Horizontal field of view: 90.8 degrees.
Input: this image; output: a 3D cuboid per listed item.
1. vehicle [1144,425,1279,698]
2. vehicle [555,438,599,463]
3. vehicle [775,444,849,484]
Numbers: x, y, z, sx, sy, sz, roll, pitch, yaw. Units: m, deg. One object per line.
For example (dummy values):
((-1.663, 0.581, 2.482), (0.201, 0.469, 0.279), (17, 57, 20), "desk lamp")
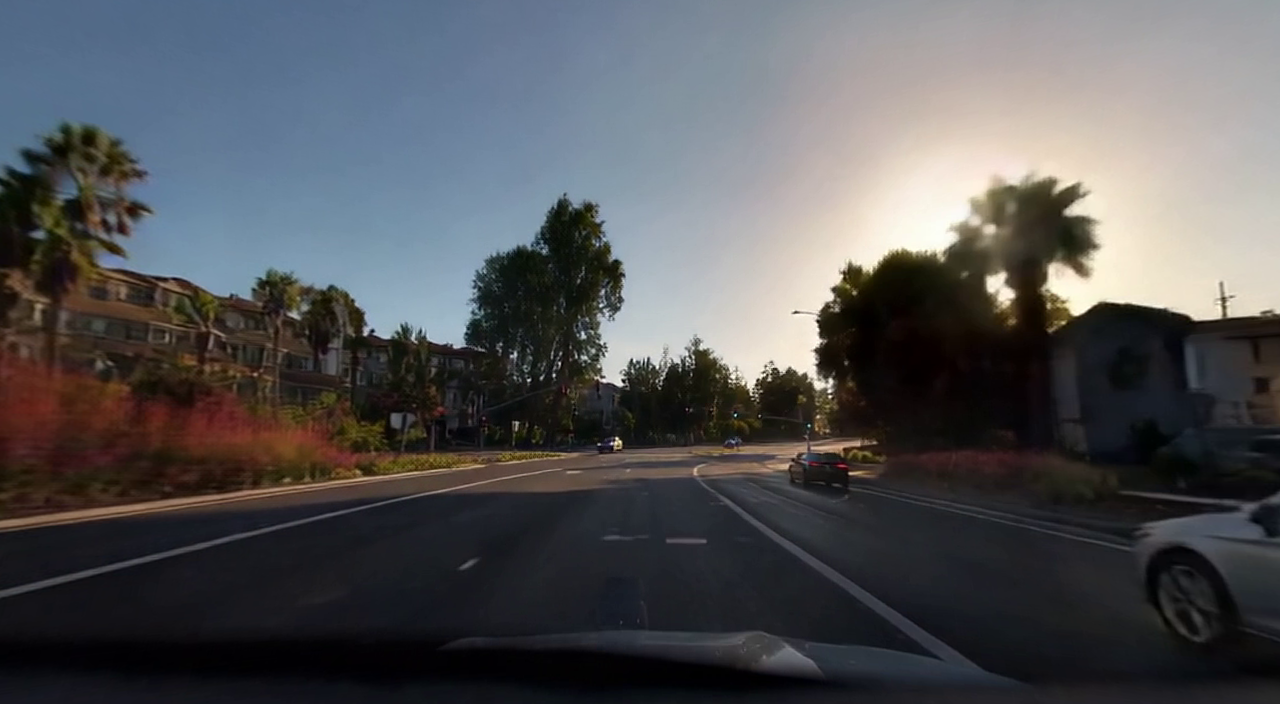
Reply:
((4.473, 0.989, 2.399), (1.993, 1.483, 3.821), (0, -8, 2), "vehicle")
((-4.475, 7.151, 45.906), (2.072, 1.738, 4.757), (-1, -9, 8), "vehicle")
((7.041, 4.602, 26.340), (2.144, 1.473, 4.638), (-1, -8, 5), "vehicle")
